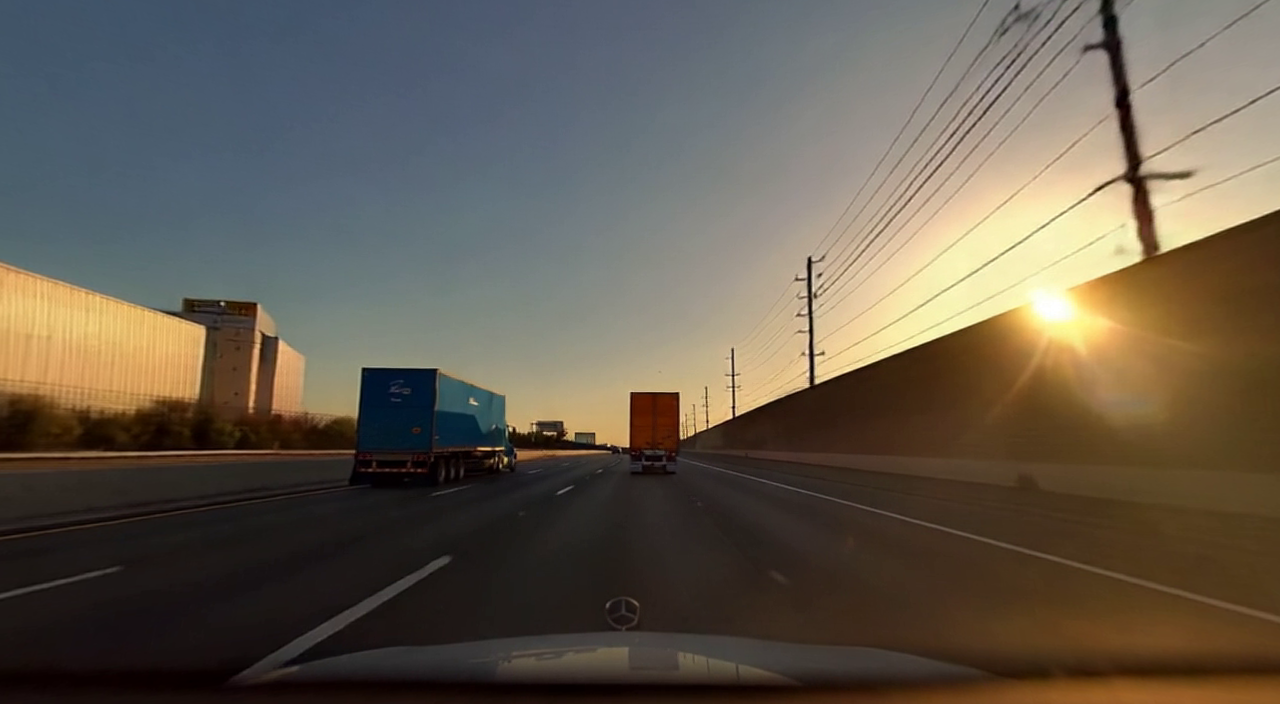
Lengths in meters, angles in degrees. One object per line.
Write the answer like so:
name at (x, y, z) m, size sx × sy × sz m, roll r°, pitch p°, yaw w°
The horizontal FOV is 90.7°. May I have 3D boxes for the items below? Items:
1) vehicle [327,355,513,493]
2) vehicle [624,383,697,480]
vehicle at (-7.504, 2.901, 23.994) m, size 2.937 × 3.981 × 11.119 m, roll -1°, pitch -8°, yaw 1°
vehicle at (0.801, 3.909, 30.300) m, size 2.858 × 3.847 × 10.034 m, roll 0°, pitch -9°, yaw 0°
